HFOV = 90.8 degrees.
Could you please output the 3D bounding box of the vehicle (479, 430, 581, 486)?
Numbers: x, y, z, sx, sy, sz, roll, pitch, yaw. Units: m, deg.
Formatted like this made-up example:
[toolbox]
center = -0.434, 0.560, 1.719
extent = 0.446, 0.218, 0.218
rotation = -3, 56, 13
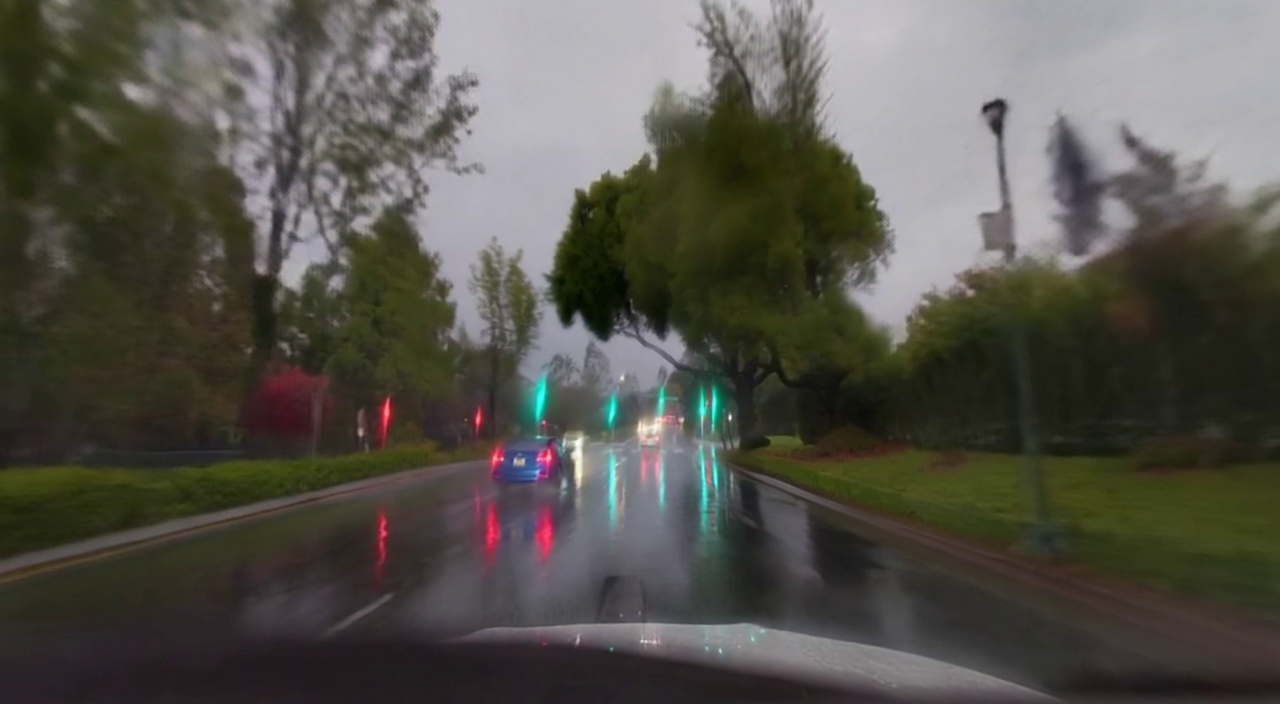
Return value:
[vehicle]
center = -3.125, 3.144, 19.086
extent = 2.038, 1.486, 4.678
rotation = -1, -8, 3
